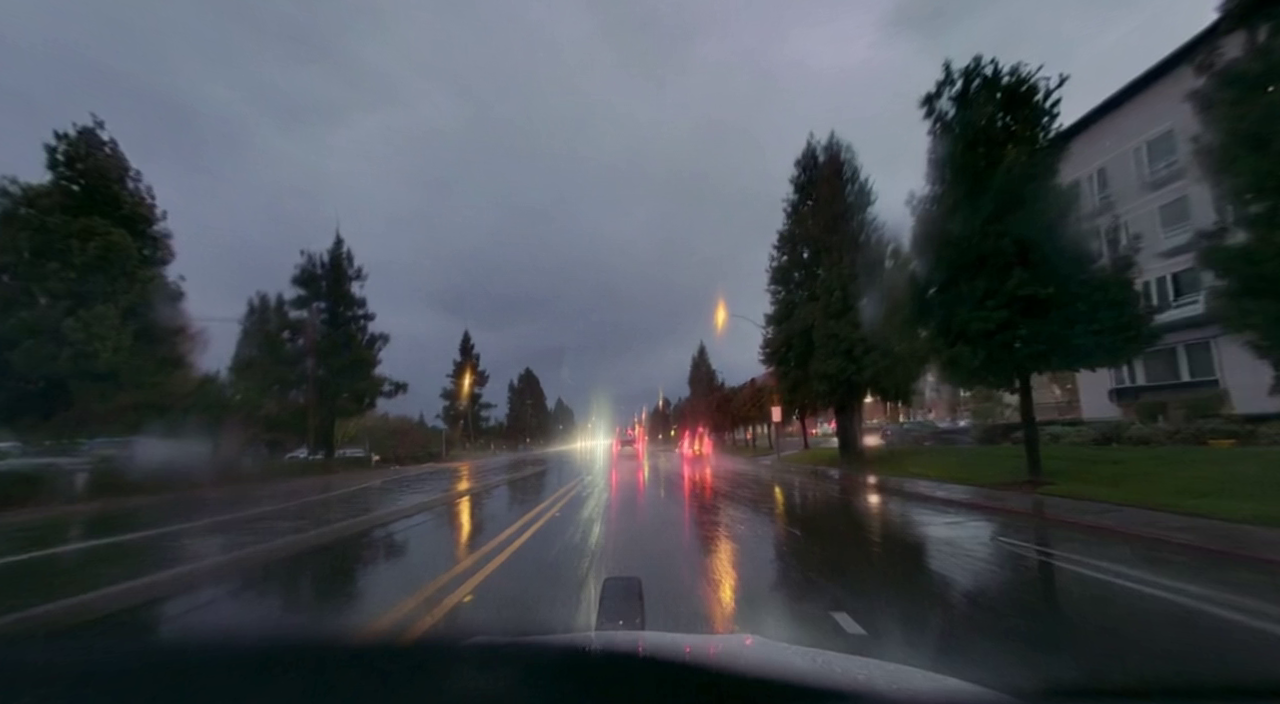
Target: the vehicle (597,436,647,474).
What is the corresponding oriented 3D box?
[{"bbox_3d":[-0.875,4.846,29.985,2.181,1.639,4.127,0,-9,-2],"label":"vehicle"}]
